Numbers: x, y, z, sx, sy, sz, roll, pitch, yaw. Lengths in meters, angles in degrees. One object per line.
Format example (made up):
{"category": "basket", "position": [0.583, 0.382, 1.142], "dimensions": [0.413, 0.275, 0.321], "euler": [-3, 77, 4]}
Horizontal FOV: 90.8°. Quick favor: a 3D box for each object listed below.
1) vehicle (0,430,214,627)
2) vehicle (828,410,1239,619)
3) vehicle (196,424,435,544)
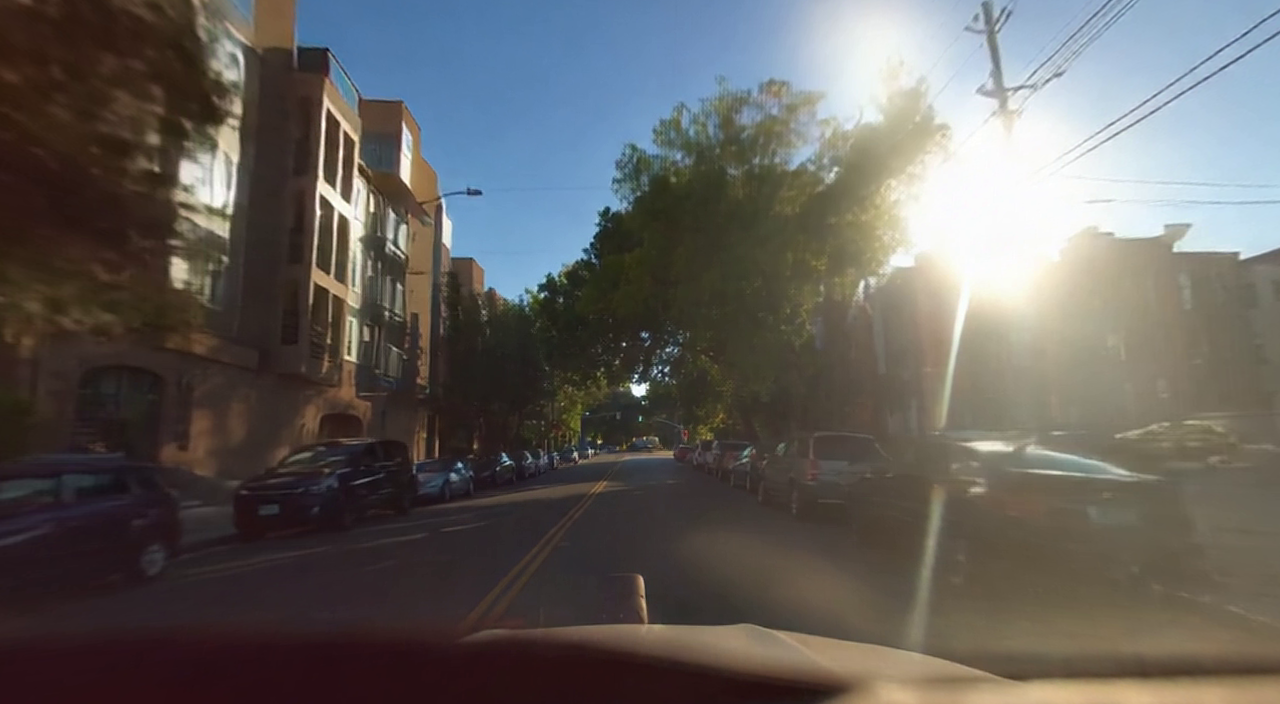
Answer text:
{"category": "vehicle", "position": [-6.234, 1.617, 5.690], "dimensions": [1.763, 1.612, 4.462], "euler": [-6, -8, -1]}
{"category": "vehicle", "position": [3.856, 1.654, 7.471], "dimensions": [1.924, 1.657, 4.665], "euler": [0, -8, 1]}
{"category": "vehicle", "position": [-6.103, 2.492, 12.774], "dimensions": [2.175, 1.849, 4.725], "euler": [-3, -8, 3]}
